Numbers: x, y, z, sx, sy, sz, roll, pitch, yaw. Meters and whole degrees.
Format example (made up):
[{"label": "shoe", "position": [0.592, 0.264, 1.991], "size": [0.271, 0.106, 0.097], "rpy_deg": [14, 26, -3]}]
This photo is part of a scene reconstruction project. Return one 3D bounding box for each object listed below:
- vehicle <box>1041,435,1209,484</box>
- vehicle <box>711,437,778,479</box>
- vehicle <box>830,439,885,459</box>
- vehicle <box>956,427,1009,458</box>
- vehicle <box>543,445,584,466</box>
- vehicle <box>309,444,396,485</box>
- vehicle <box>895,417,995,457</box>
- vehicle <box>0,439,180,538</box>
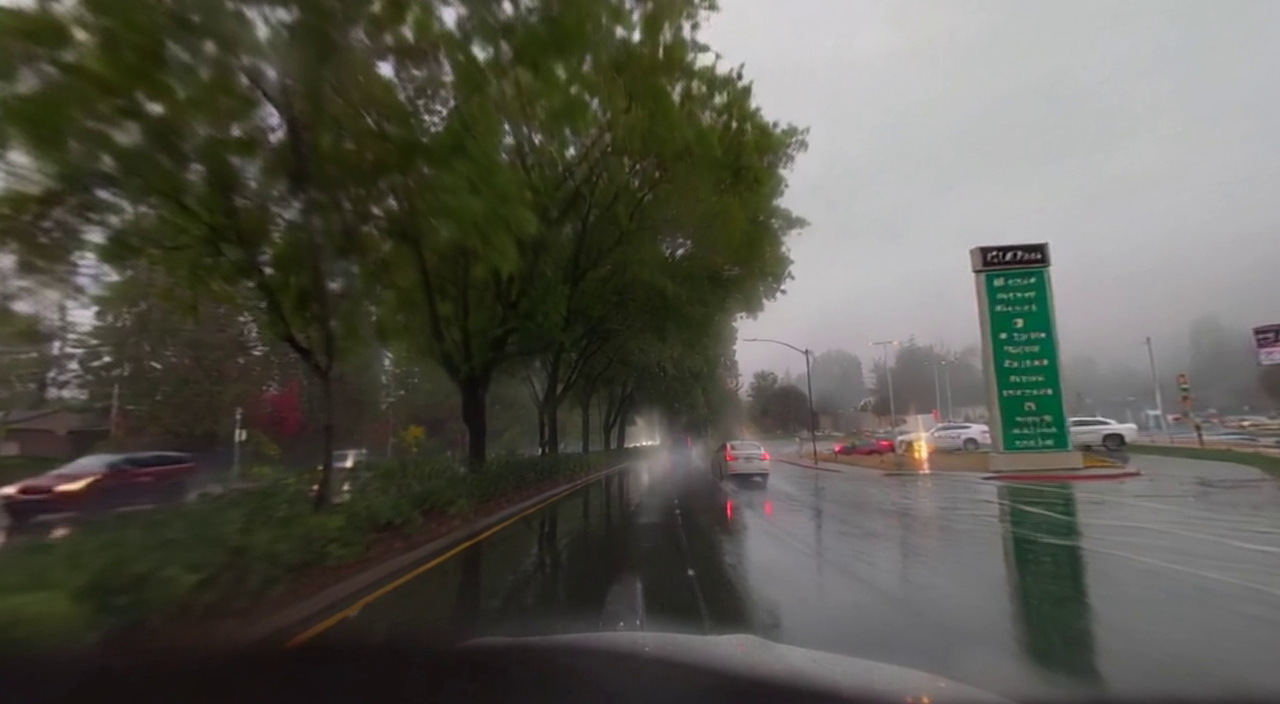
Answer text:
[{"label": "vehicle", "position": [17.556, 3.962, 23.190], "size": [4.512, 1.561, 1.846], "rpy_deg": [-8, -11, 28]}, {"label": "vehicle", "position": [4.060, 4.205, 25.280], "size": [2.132, 1.497, 4.827], "rpy_deg": [-1, -9, 4]}, {"label": "vehicle", "position": [16.828, 7.529, 48.864], "size": [3.655, 1.464, 1.759], "rpy_deg": [-5, -10, 28]}, {"label": "vehicle", "position": [21.936, 5.836, 40.662], "size": [2.406, 1.847, 5.320], "rpy_deg": [-4, -9, 23]}, {"label": "vehicle", "position": [-5.719, 7.746, 47.611], "size": [1.961, 1.468, 4.396], "rpy_deg": [-2, -9, 9]}, {"label": "vehicle", "position": [-13.220, 5.175, 29.301], "size": [1.778, 1.647, 4.072], "rpy_deg": [-3, -8, 6]}, {"label": "vehicle", "position": [22.223, 6.258, 46.159], "size": [6.303, 2.740, 2.215], "rpy_deg": [-5, -9, 28]}, {"label": "vehicle", "position": [-12.279, 2.723, 13.154], "size": [1.951, 1.731, 4.440], "rpy_deg": [-1, -9, 1]}]
